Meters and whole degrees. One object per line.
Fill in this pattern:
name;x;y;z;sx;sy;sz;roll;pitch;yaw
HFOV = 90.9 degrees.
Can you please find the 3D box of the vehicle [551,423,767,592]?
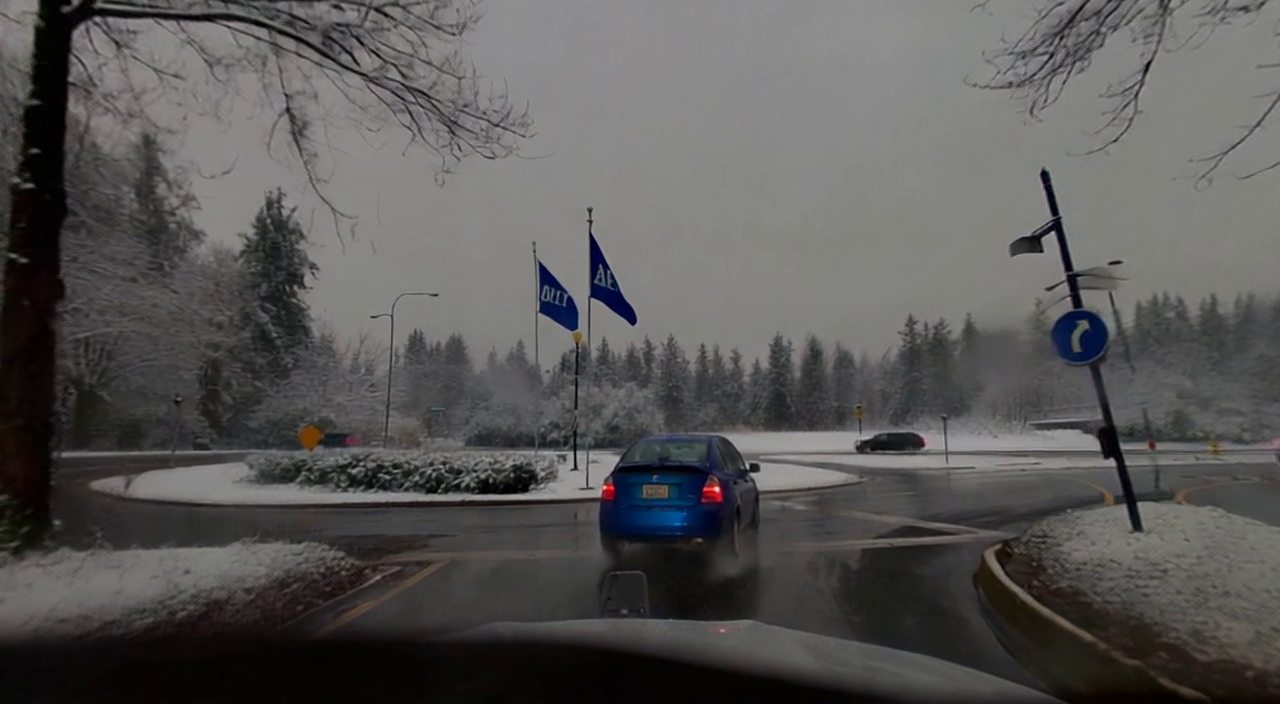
vehicle;0.540;1.842;8.289;2.078;1.607;4.010;-2;-9;12
